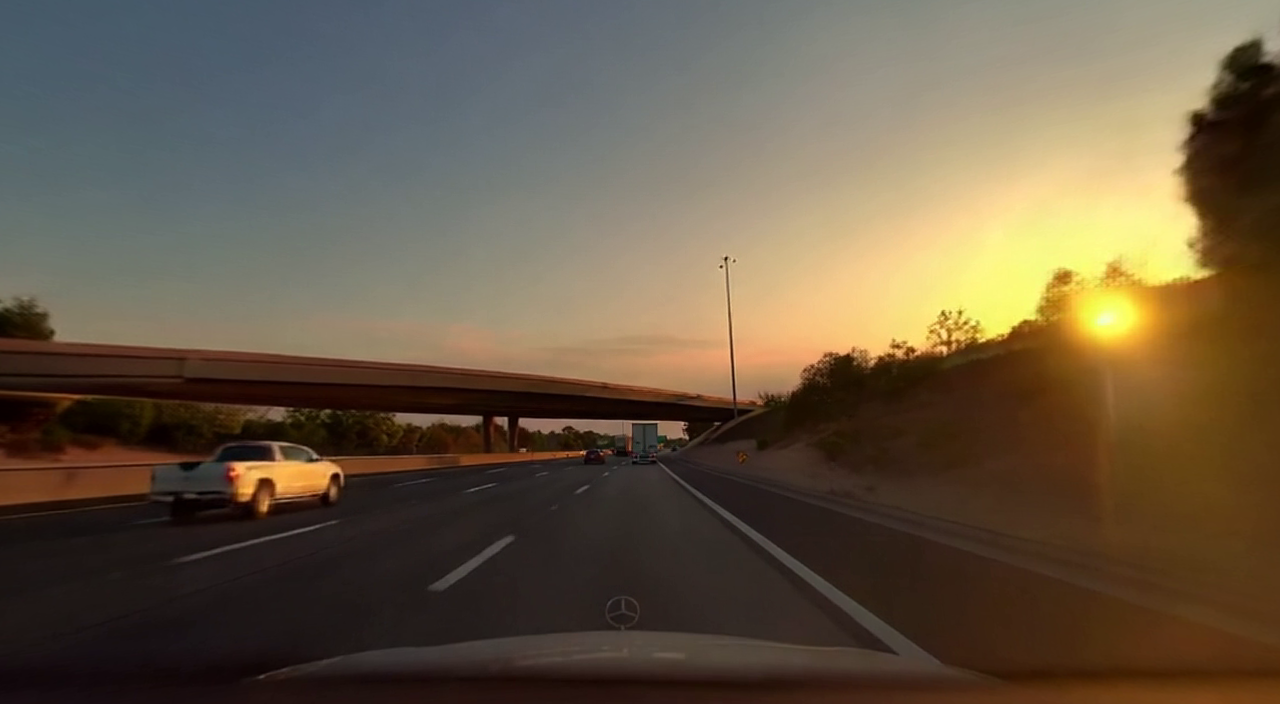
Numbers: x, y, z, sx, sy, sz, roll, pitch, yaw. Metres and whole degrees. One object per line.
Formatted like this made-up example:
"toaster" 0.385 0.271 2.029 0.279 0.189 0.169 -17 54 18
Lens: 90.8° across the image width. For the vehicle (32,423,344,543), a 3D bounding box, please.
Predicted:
"vehicle" -7.606 2.252 11.459 2.067 1.676 4.789 0 -9 1
